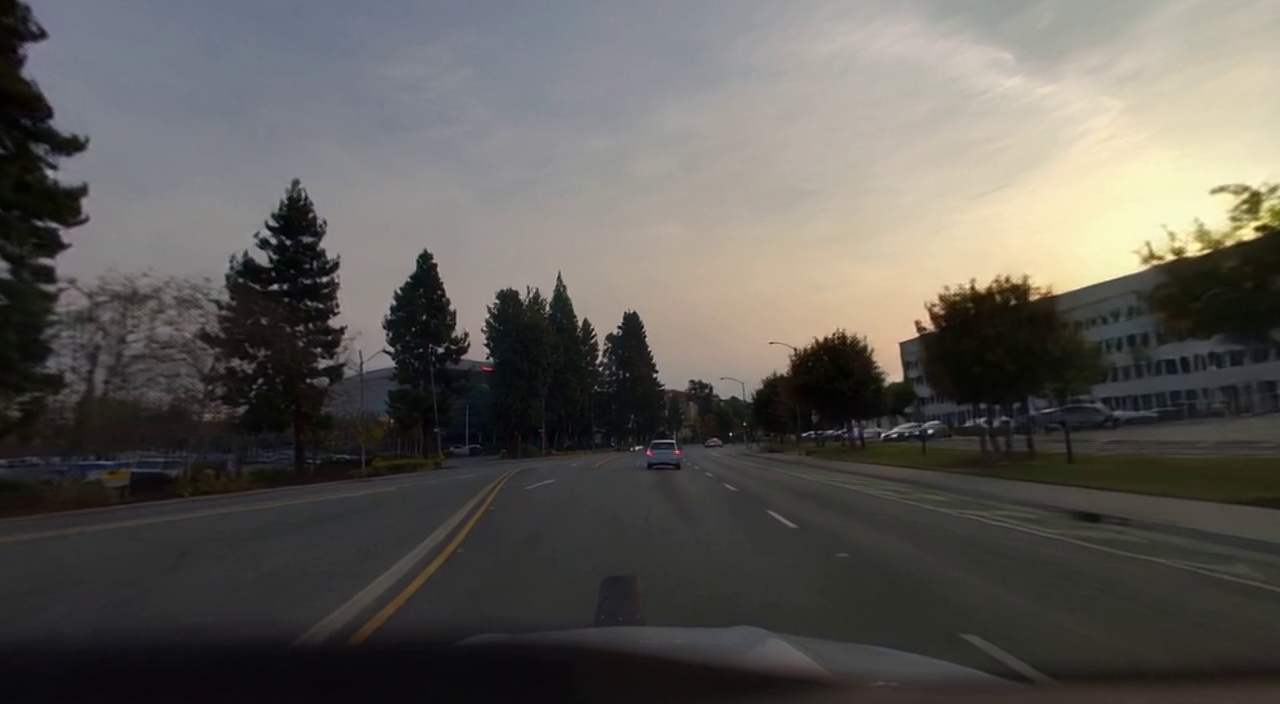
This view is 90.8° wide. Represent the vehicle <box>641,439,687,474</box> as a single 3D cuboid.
[{"bbox_3d":[1.211,5.249,31.875,2.181,1.639,4.127,0,-9,2],"label":"vehicle"}]

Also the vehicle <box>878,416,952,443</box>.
[{"bbox_3d":[19.925,5.671,45.948,4.359,1.849,2.152,-1,-8,3],"label":"vehicle"}]
